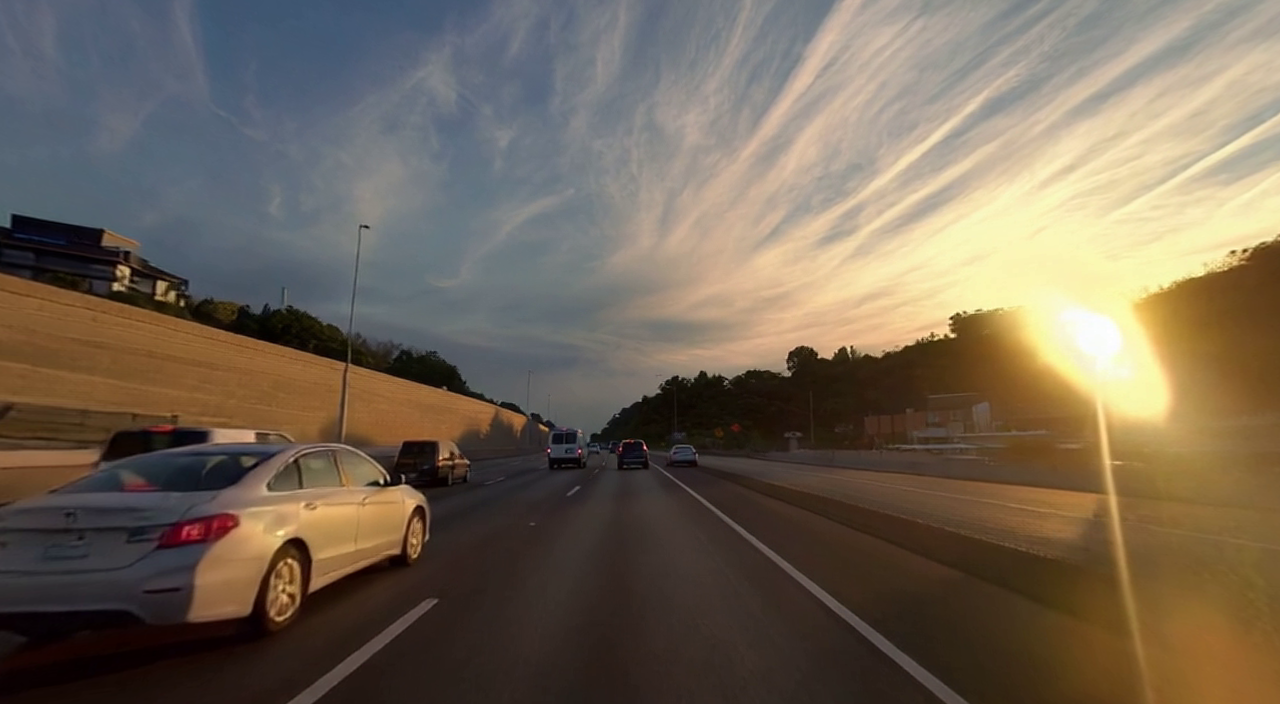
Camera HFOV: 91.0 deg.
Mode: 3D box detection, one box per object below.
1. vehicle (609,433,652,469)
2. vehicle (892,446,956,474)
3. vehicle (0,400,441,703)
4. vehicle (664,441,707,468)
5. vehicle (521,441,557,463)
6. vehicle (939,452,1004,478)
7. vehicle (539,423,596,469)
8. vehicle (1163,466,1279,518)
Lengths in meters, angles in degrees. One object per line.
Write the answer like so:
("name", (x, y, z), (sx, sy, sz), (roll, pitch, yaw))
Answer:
("vehicle", (-0.512, 5.460, 34.776), (2.207, 1.807, 4.199), (0, -9, -1))
("vehicle", (20.685, 7.848, 46.073), (2.083, 1.873, 5.209), (0, -9, -2))
("vehicle", (-3.320, 1.306, 5.157), (1.963, 1.507, 4.172), (0, -9, 1))
("vehicle", (2.701, 6.205, 38.309), (2.127, 1.513, 4.501), (0, -9, -2))
("vehicle", (-7.264, 7.217, 45.573), (1.902, 1.470, 3.851), (0, -9, 0))
("vehicle", (20.818, 7.114, 39.768), (1.789, 1.531, 3.983), (1, -9, -2))
("vehicle", (-3.828, 5.178, 34.663), (2.504, 2.276, 5.933), (0, -9, -1))
("vehicle", (20.957, 4.748, 21.704), (1.896, 1.474, 4.502), (0, -9, -1))
